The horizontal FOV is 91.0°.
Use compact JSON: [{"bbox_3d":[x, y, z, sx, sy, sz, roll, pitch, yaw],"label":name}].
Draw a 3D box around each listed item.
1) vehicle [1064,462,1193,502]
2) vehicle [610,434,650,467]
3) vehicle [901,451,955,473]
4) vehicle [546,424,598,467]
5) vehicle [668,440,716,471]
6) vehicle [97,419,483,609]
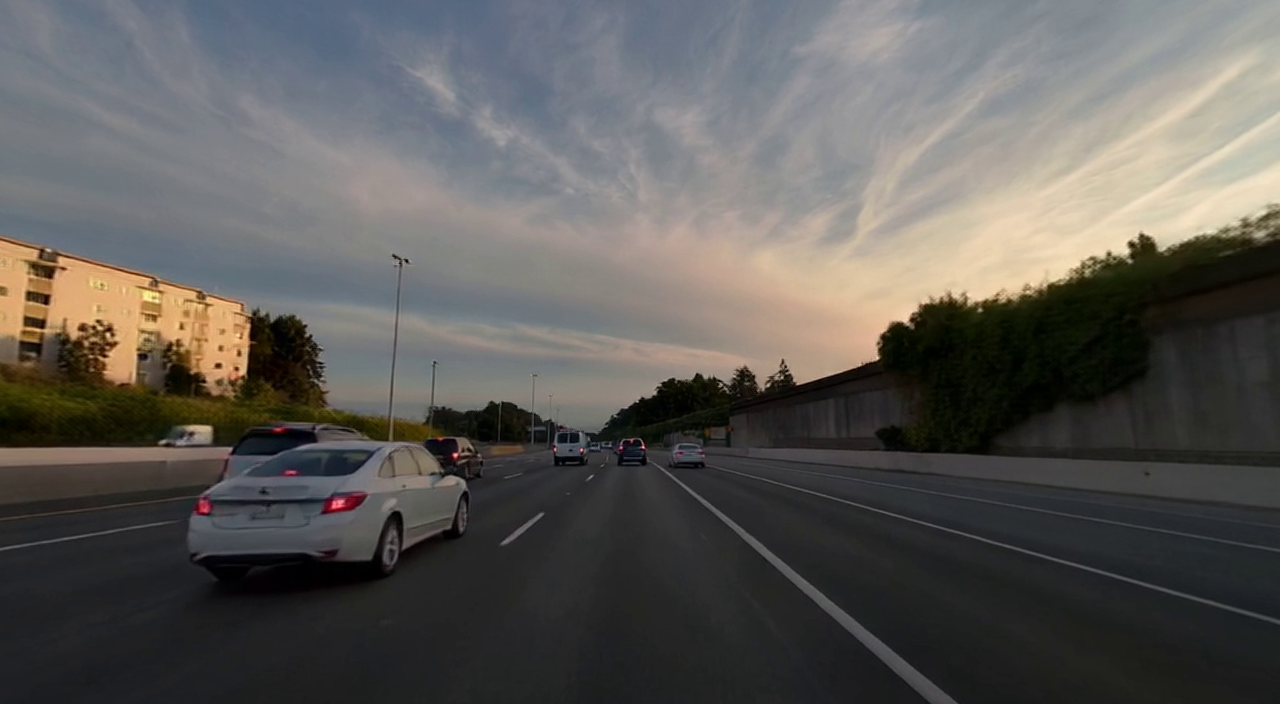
[{"bbox_3d":[20.886,5.539,27.228,1.896,1.474,4.502,0,-9,-1],"label":"vehicle"},{"bbox_3d":[-0.560,5.709,36.503,2.207,1.807,4.199,0,-9,-1],"label":"vehicle"},{"bbox_3d":[20.649,7.884,45.319,1.789,1.531,3.983,1,-9,-3],"label":"vehicle"},{"bbox_3d":[-3.872,5.522,37.028,2.504,2.276,5.933,0,-9,-1],"label":"vehicle"},{"bbox_3d":[2.740,5.601,34.268,2.127,1.513,4.501,0,-9,-1],"label":"vehicle"},{"bbox_3d":[-3.343,1.619,7.202,1.963,1.507,4.172,0,-9,1],"label":"vehicle"}]
